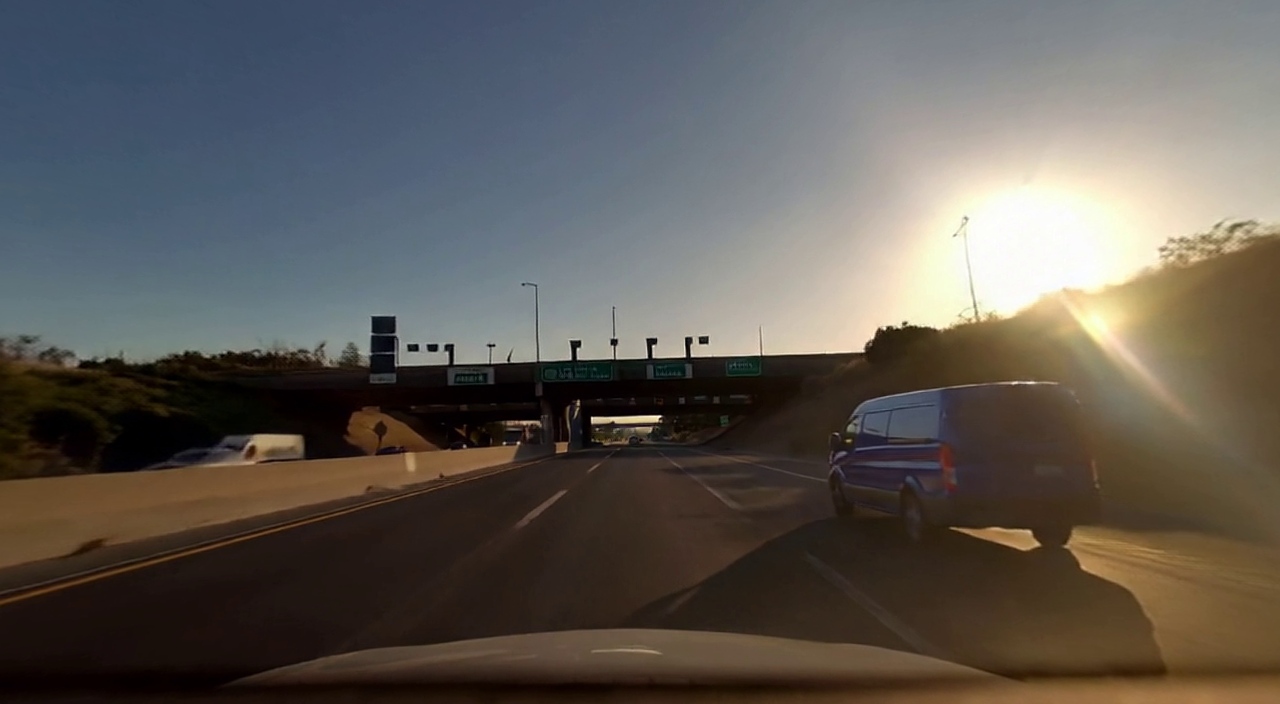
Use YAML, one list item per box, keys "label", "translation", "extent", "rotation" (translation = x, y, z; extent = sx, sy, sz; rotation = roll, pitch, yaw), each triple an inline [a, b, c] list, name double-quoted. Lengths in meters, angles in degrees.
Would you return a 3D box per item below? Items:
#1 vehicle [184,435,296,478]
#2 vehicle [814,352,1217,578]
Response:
- label: "vehicle"
  translation: [-21.438, 5.579, 34.095]
  extent: [2.355, 2.100, 5.568]
  rotation: [-1, -8, 0]
- label: "vehicle"
  translation: [4.007, 1.317, 8.011]
  extent: [2.161, 2.002, 4.631]
  rotation: [0, -8, -1]
